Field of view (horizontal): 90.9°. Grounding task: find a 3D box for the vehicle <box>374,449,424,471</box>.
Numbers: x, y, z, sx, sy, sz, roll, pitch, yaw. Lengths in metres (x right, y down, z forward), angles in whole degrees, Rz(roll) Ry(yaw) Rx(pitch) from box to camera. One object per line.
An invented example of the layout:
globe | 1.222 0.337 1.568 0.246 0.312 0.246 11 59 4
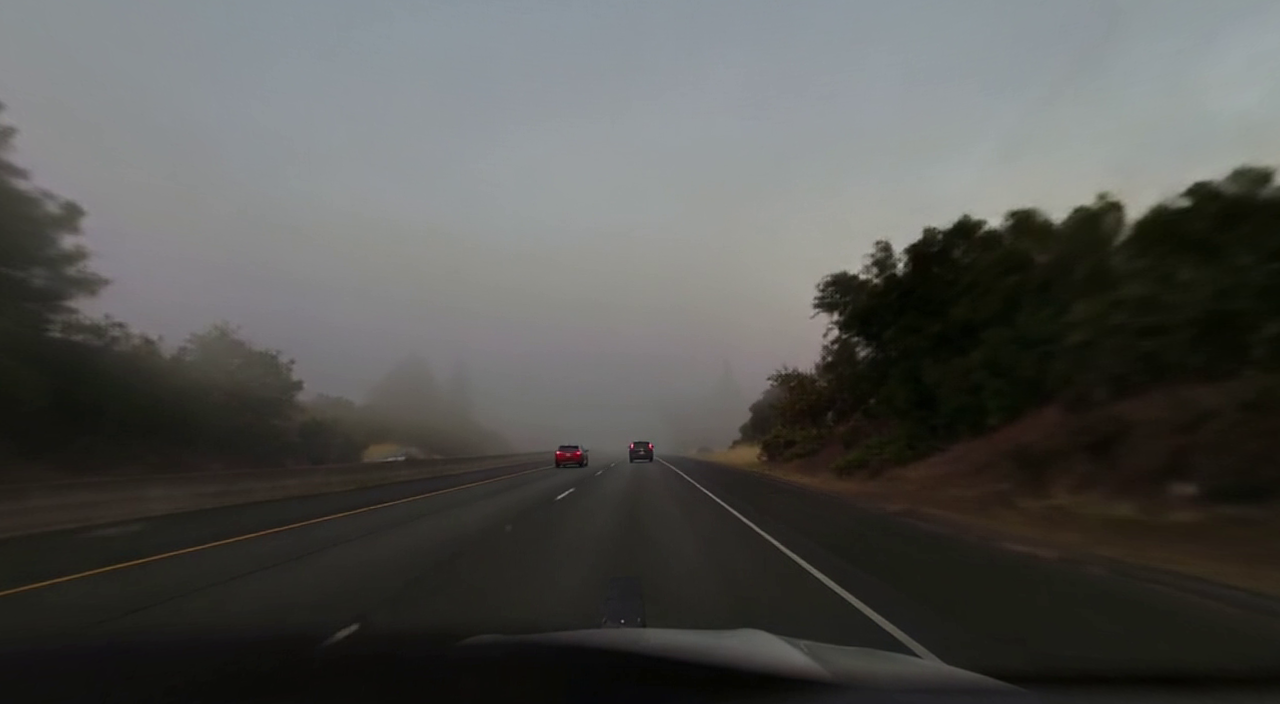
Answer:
vehicle | -17.563 7.884 46.074 1.974 1.503 4.106 0 -9 1

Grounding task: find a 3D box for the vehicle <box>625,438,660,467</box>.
vehicle | 0.142 6.533 40.998 2.126 1.786 3.958 0 -9 -1

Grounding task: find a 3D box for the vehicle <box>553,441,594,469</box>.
vehicle | -4.153 6.482 39.897 2.113 1.656 4.215 0 -9 1
